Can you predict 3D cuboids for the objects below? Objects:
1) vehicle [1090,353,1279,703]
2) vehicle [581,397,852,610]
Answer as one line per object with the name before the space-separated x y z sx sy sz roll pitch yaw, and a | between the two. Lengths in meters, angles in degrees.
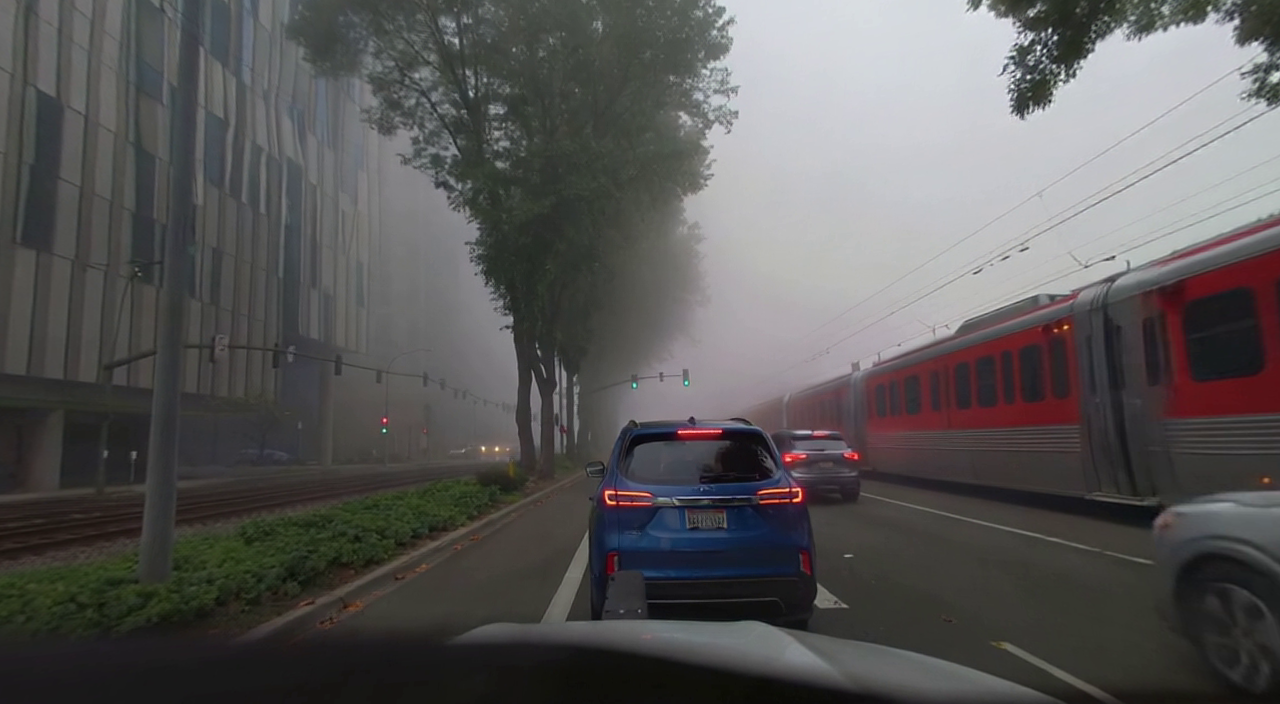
vehicle | 4.224 0.691 1.745 2.165 1.760 5.064 0 -9 0
vehicle | 0.508 1.519 7.169 2.190 1.684 4.084 0 -9 -3
